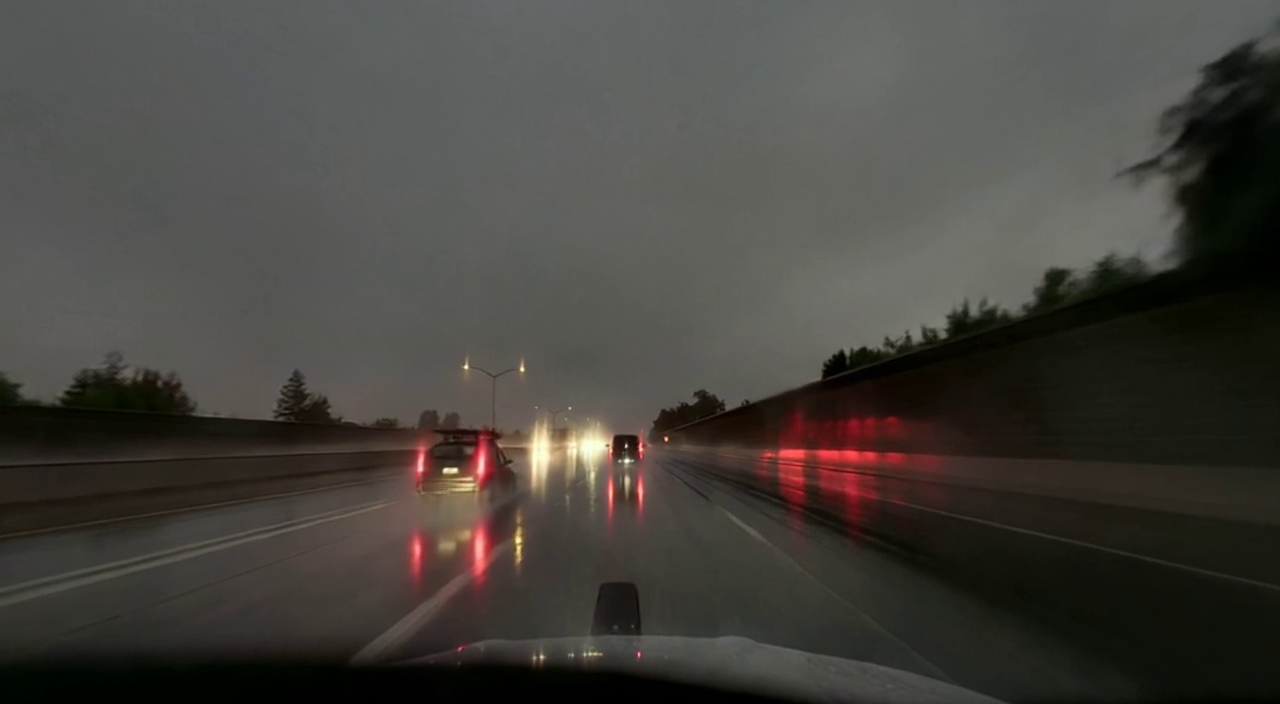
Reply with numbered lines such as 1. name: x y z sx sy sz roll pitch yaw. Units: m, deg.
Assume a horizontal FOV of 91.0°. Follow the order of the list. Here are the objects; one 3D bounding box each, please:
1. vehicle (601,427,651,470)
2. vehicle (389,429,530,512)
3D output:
1. vehicle: -0.739 4.917 32.133 2.382 1.973 4.439 0 -8 -2
2. vehicle: -3.930 2.654 14.586 2.039 1.602 4.317 0 -8 -1
